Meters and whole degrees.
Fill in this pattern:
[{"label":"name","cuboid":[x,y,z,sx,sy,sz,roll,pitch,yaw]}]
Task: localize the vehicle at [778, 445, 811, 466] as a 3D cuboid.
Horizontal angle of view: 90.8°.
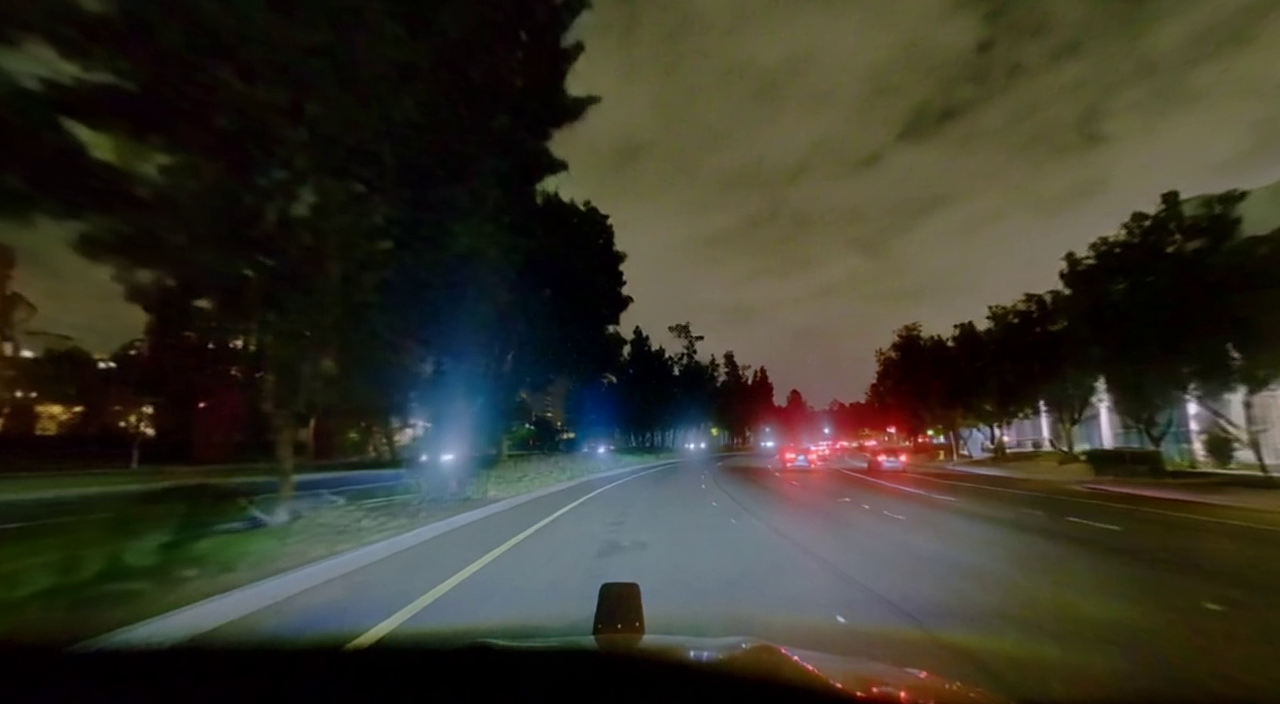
[{"label":"vehicle","cuboid":[11.104,7.450,45.676,1.988,1.460,3.996,-2,-9,9]}]
